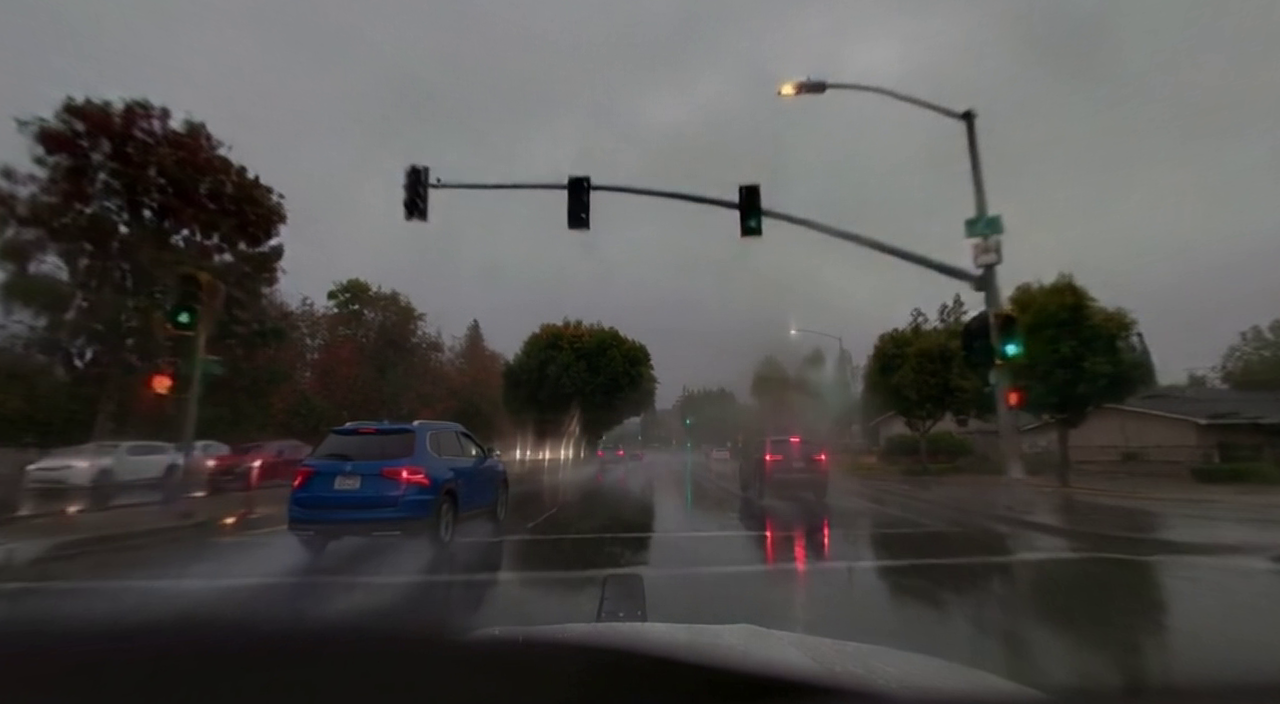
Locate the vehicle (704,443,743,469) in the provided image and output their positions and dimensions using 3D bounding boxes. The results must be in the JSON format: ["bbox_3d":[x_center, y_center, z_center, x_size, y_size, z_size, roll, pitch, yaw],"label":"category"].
[{"bbox_3d":[5.656,7.125,43.403,2.169,1.669,4.037,0,-8,1],"label":"vehicle"}]

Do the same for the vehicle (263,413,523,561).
[{"bbox_3d":[-3.290,1.901,9.682,2.045,1.688,4.632,0,-8,1],"label":"vehicle"}]

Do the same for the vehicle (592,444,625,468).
[{"bbox_3d":[-2.148,7.240,44.354,1.988,1.569,4.202,0,-8,2],"label":"vehicle"}]

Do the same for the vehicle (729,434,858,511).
[{"bbox_3d":[3.685,2.959,16.087,2.132,1.659,4.387,0,-8,-1],"label":"vehicle"}]

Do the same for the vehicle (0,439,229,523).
[{"bbox_3d":[-11.741,2.746,14.191,2.006,1.492,4.672,-2,-8,-2],"label":"vehicle"}]
